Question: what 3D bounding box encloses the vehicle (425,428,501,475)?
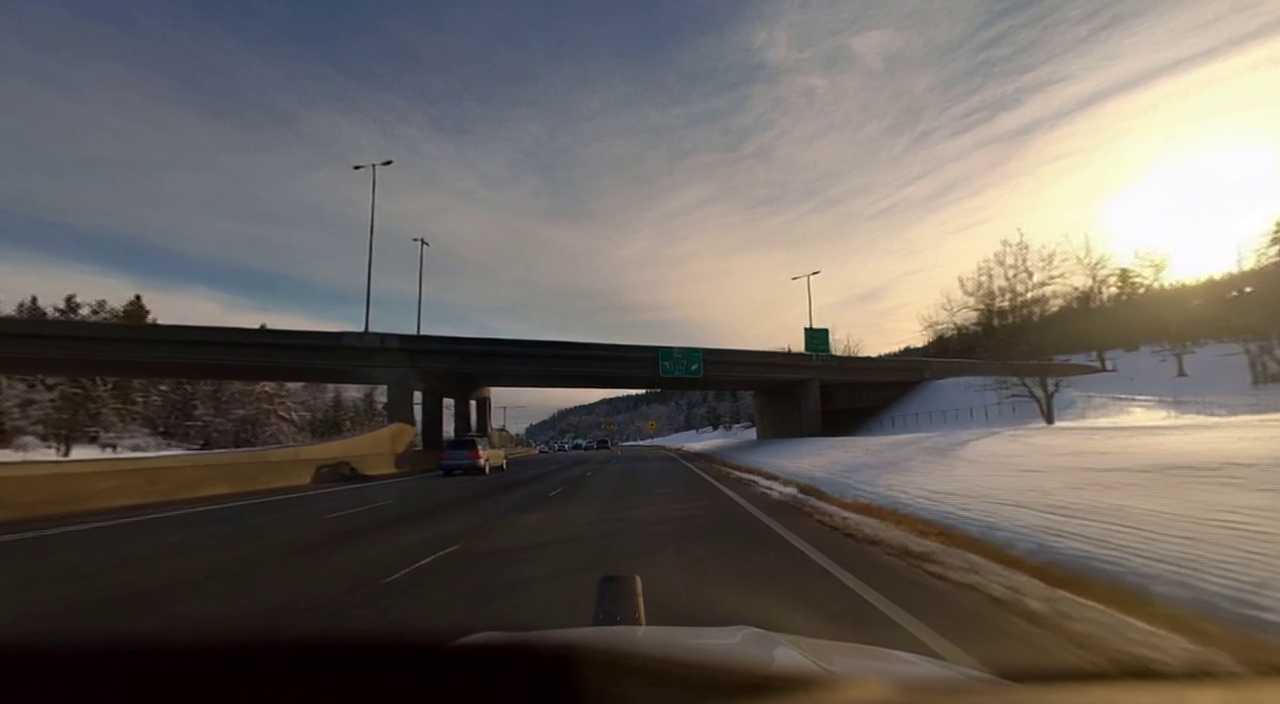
[{"bbox_3d":[-7.721,4.372,27.906,1.956,1.888,4.512,-1,-8,1],"label":"vehicle"}]
